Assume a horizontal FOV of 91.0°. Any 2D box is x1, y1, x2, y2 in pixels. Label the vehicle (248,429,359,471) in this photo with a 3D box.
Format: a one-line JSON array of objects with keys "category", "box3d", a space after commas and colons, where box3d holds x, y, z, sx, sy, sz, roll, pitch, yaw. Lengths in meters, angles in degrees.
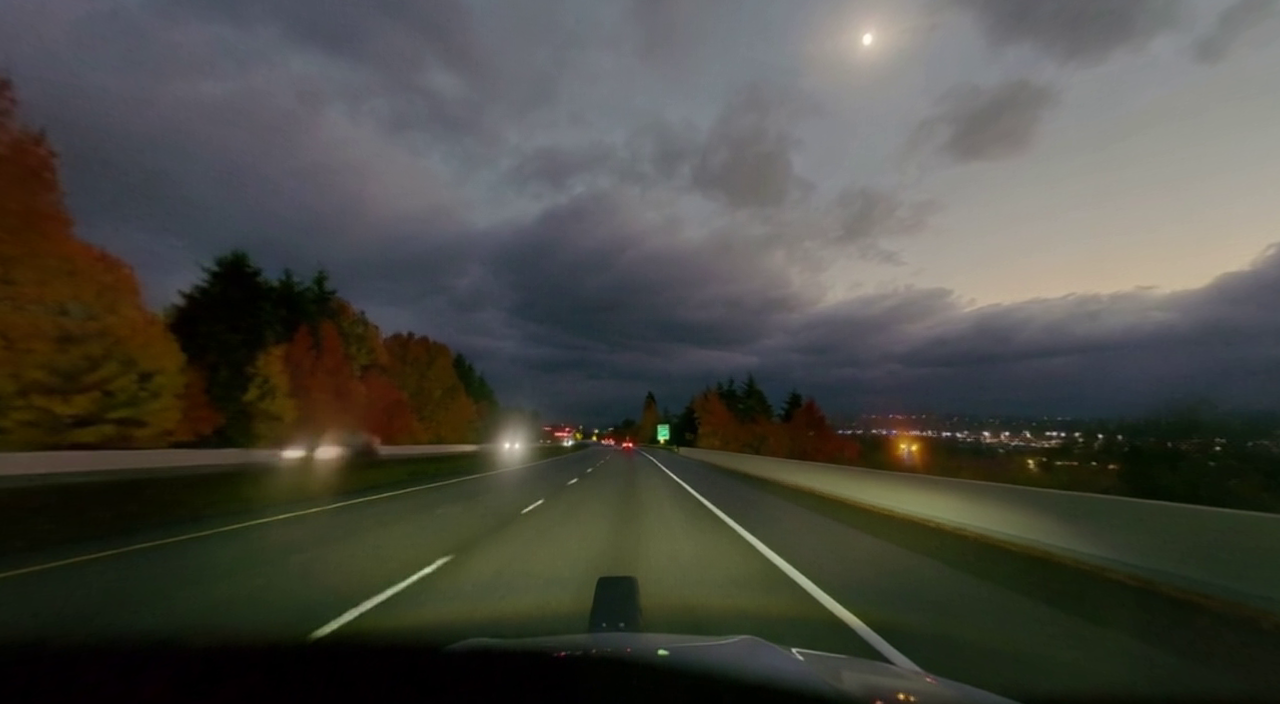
[{"category": "vehicle", "box3d": [-13.456, 3.945, 25.565, 1.870, 1.530, 4.700, 0, -8, 1]}]
